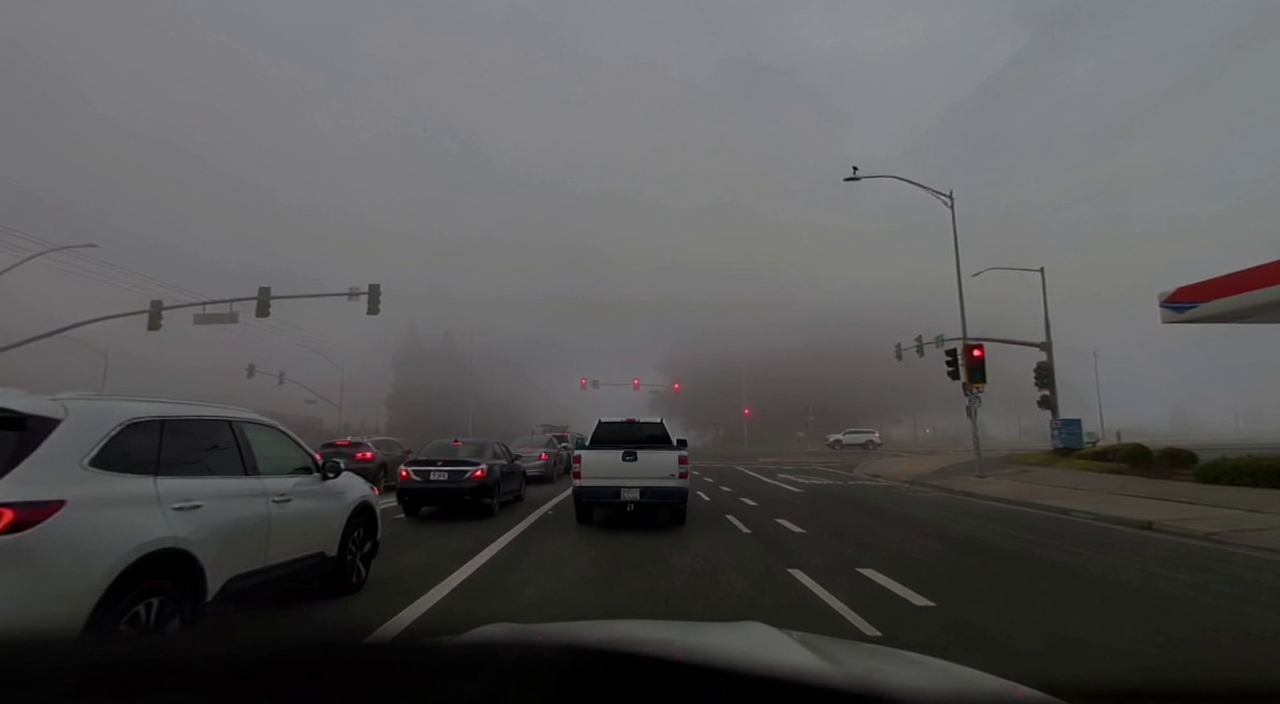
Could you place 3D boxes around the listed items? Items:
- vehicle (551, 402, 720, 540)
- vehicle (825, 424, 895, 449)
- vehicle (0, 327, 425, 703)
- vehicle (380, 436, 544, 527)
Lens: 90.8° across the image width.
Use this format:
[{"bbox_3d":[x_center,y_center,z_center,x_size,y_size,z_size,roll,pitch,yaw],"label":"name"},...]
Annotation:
[{"bbox_3d":[-0.083,1.945,10.918,2.224,1.819,5.005,0,-9,-1],"label":"vehicle"},{"bbox_3d":[16.027,6.160,46.044,4.548,1.730,2.013,3,-9,-22],"label":"vehicle"},{"bbox_3d":[-3.310,1.073,4.376,2.096,1.718,4.266,0,-9,0],"label":"vehicle"},{"bbox_3d":[-3.149,2.367,12.142,1.881,1.424,4.098,0,-9,1],"label":"vehicle"}]
